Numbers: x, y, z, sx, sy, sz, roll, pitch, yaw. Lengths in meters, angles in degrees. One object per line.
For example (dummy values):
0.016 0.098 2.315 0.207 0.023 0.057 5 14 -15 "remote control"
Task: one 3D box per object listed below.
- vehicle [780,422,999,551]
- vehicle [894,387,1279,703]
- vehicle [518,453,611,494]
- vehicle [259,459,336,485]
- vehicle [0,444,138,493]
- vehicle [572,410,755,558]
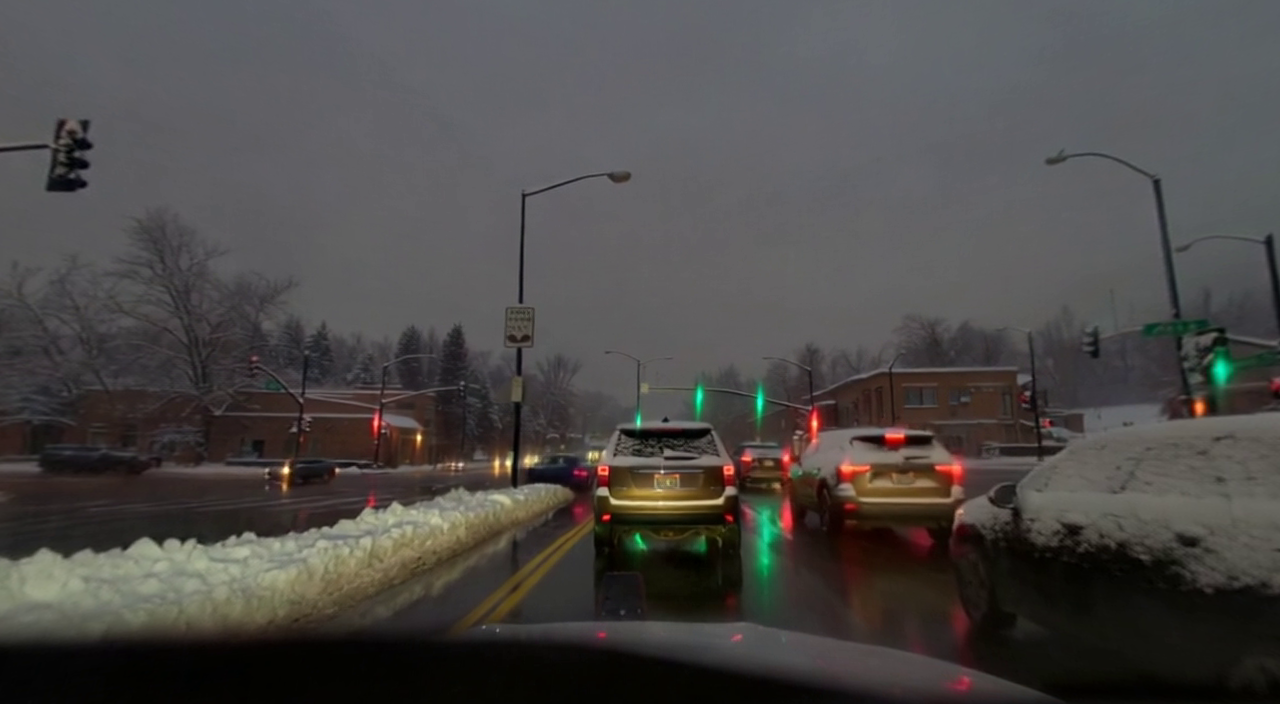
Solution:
3.812 2.126 10.645 2.018 1.701 4.288 0 -9 1 "vehicle"
3.313 1.077 3.455 2.056 1.516 4.776 -1 -9 3 "vehicle"
-3.082 4.760 24.949 1.885 1.430 4.447 5 -12 -32 "vehicle"
-22.004 7.704 40.663 3.981 1.477 1.872 7 -11 -38 "vehicle"
-24.863 4.917 26.842 5.062 1.946 2.243 0 -9 -1 "vehicle"
0.332 1.997 10.233 2.292 1.840 4.394 0 -9 1 "vehicle"
